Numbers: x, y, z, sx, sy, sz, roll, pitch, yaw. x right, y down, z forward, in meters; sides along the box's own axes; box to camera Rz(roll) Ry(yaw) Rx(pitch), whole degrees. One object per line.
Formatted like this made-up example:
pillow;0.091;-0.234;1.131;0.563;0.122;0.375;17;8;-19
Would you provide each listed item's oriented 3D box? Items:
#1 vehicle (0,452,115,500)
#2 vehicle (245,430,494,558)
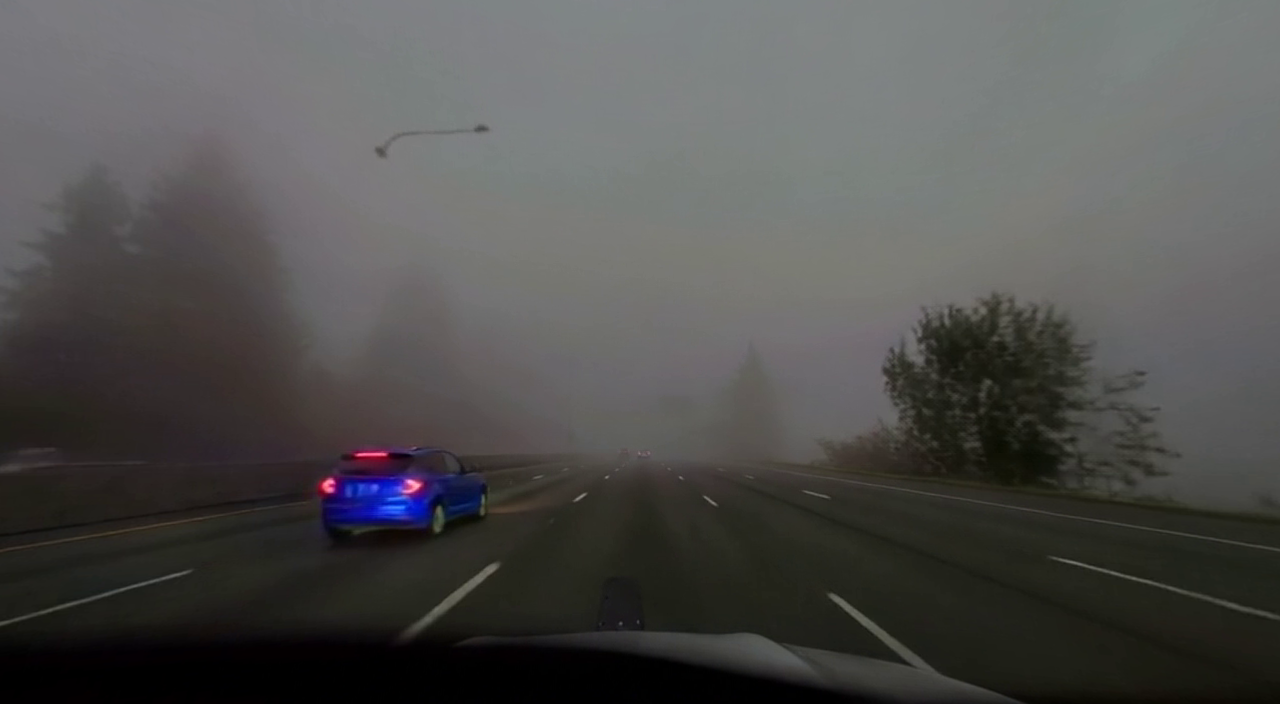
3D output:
vehicle;-24.381;4.845;25.028;2.257;1.687;5.555;0;-9;1
vehicle;-3.753;2.041;9.744;1.979;1.521;4.147;0;-9;0
